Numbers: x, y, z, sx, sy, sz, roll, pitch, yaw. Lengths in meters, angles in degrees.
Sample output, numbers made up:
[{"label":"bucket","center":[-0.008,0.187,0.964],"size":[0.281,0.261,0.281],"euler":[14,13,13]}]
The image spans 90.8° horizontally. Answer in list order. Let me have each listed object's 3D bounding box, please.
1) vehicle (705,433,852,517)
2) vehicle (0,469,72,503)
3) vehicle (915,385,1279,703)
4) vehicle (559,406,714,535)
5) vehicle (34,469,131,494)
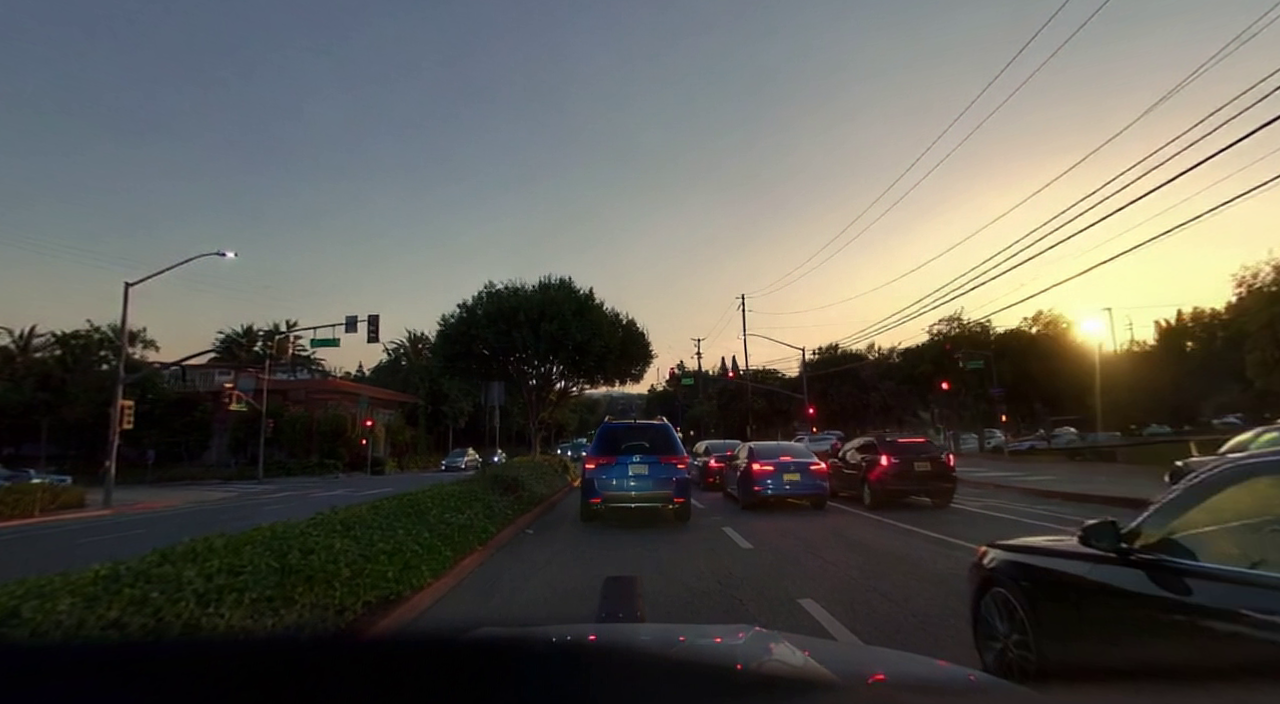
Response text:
[{"label":"vehicle","center":[2.707,2.521,13.490],"size":[2.025,1.477,4.333],"euler":[0,-8,-2]},{"label":"vehicle","center":[-33.367,7.090,33.474],"size":[4.550,1.601,1.766],"euler":[1,-8,-7]},{"label":"vehicle","center":[2.751,0.830,1.774],"size":[2.004,1.460,4.297],"euler":[0,-8,0]},{"label":"vehicle","center":[-0.090,2.081,11.663],"size":[2.236,1.856,4.816],"euler":[0,-8,-1]},{"label":"vehicle","center":[-38.158,8.841,43.317],"size":[4.569,1.505,1.992],"euler":[1,-9,-5]}]
